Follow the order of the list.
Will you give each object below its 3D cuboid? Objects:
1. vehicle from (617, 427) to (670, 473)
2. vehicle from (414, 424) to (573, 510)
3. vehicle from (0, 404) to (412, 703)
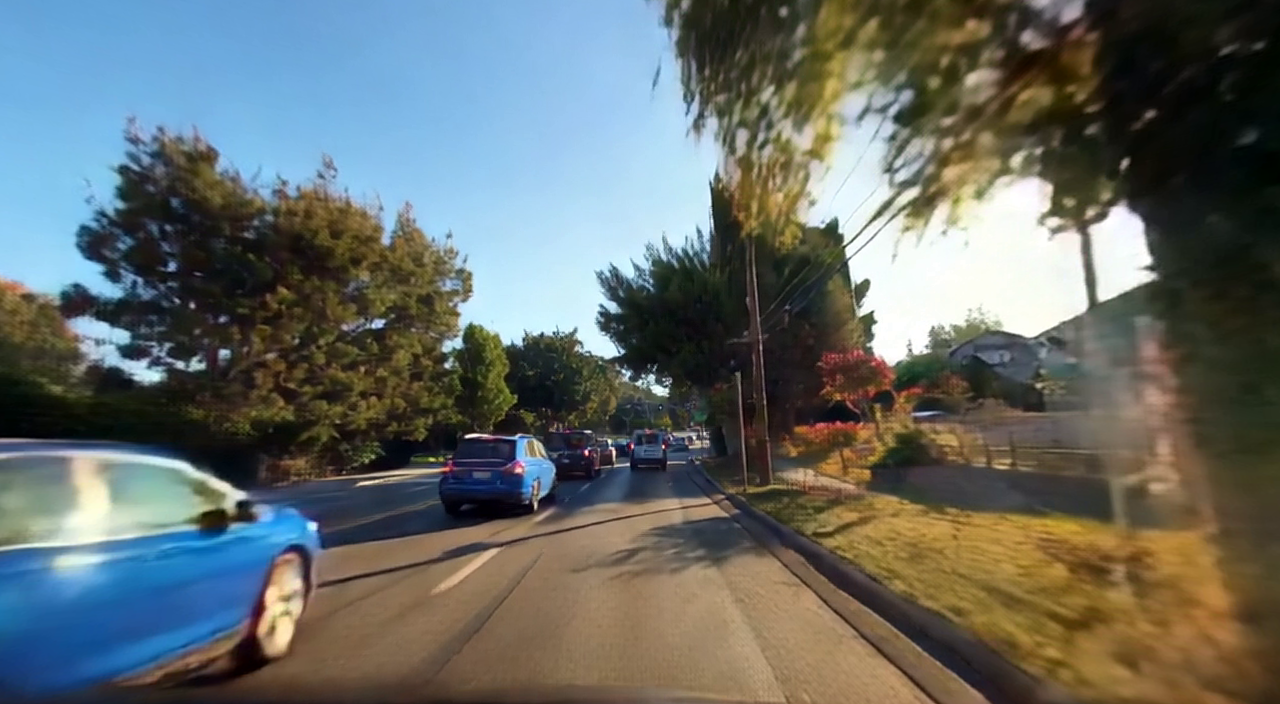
[{"bbox_3d":[0.239,4.402,28.517,2.241,1.912,4.095,0,-8,3],"label":"vehicle"},{"bbox_3d":[-2.959,2.462,14.028,2.180,1.546,4.755,0,-8,3],"label":"vehicle"},{"bbox_3d":[-3.212,1.046,2.969,2.260,1.465,4.972,0,-8,2],"label":"vehicle"}]
